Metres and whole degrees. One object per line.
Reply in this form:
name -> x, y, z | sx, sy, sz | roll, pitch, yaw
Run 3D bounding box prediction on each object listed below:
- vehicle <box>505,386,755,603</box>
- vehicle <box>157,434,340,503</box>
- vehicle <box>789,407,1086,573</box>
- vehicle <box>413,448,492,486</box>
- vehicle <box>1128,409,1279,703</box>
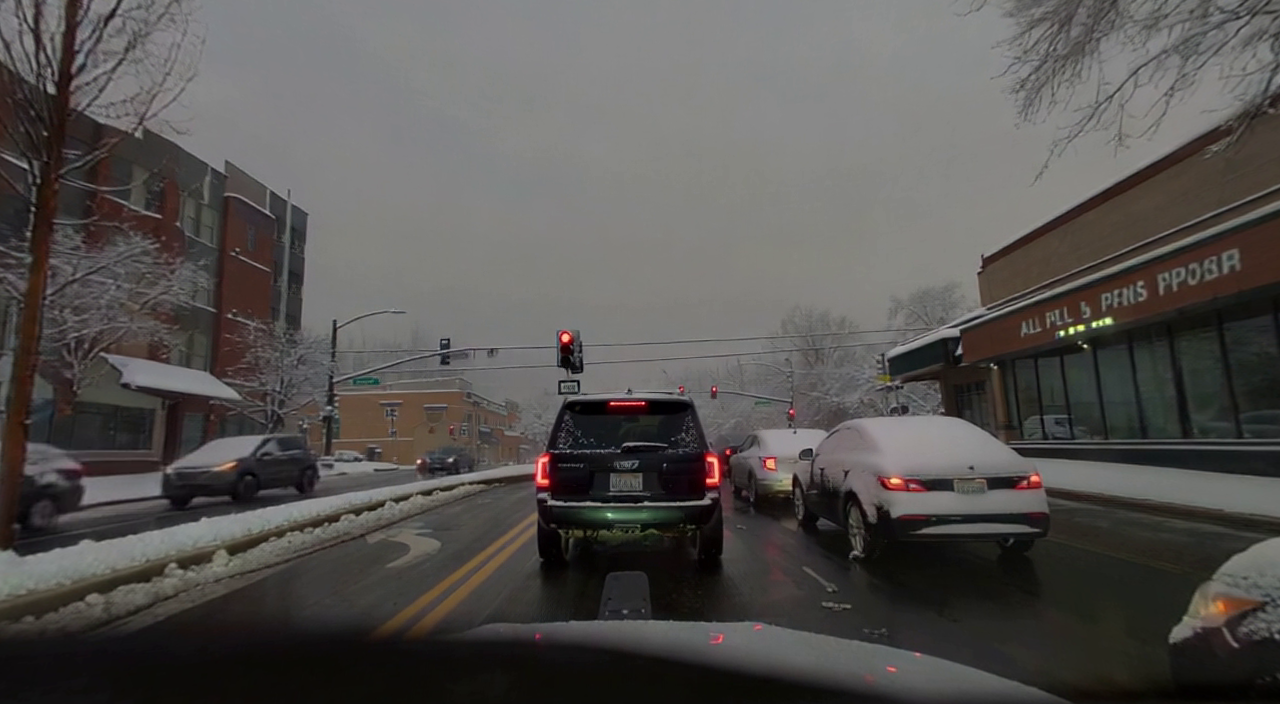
vehicle -> -0.004, 1.541, 7.679 | 2.154, 1.861, 4.280 | 0, -8, 2
vehicle -> -11.804, 3.530, 19.648 | 2.224, 1.840, 5.290 | 0, -8, 1
vehicle -> 3.624, 1.760, 8.807 | 2.036, 1.719, 4.318 | 0, -8, 0
vehicle -> -7.992, 4.898, 27.279 | 1.930, 1.484, 4.252 | 0, -8, 3
vehicle -> 3.367, 0.732, 0.816 | 1.884, 1.484, 4.609 | 0, -8, 2
